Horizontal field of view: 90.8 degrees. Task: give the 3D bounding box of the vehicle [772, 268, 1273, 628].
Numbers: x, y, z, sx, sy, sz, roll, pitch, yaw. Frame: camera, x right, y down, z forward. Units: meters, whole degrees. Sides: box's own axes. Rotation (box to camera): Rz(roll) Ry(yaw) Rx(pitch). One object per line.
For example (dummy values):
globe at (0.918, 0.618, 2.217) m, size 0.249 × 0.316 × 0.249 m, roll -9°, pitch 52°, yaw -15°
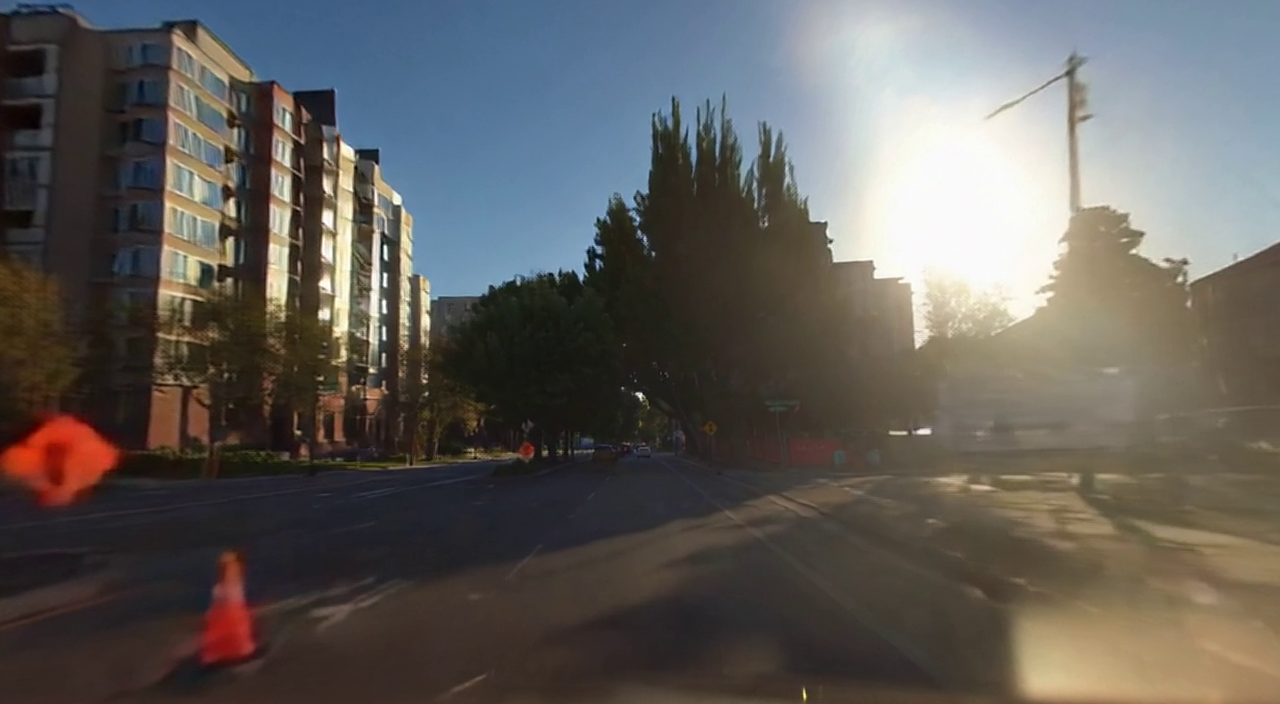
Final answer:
vehicle at (3.247, 0.873, 6.438) m, size 2.849 × 2.686 × 3.176 m, roll -1°, pitch -8°, yaw -4°
